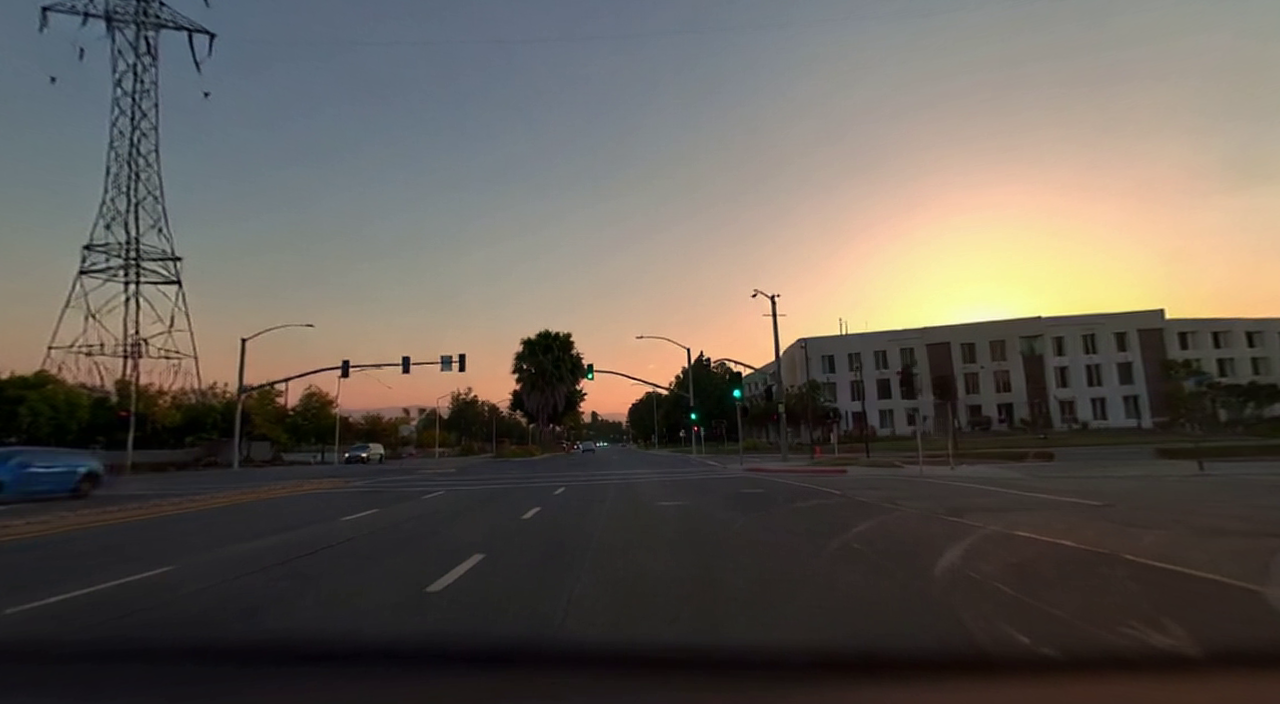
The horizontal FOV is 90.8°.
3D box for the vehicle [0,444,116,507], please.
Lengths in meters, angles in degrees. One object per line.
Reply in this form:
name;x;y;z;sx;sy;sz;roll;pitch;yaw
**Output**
vehicle;-20.326;4.028;20.924;2.097;1.858;4.601;0;-9;-3
